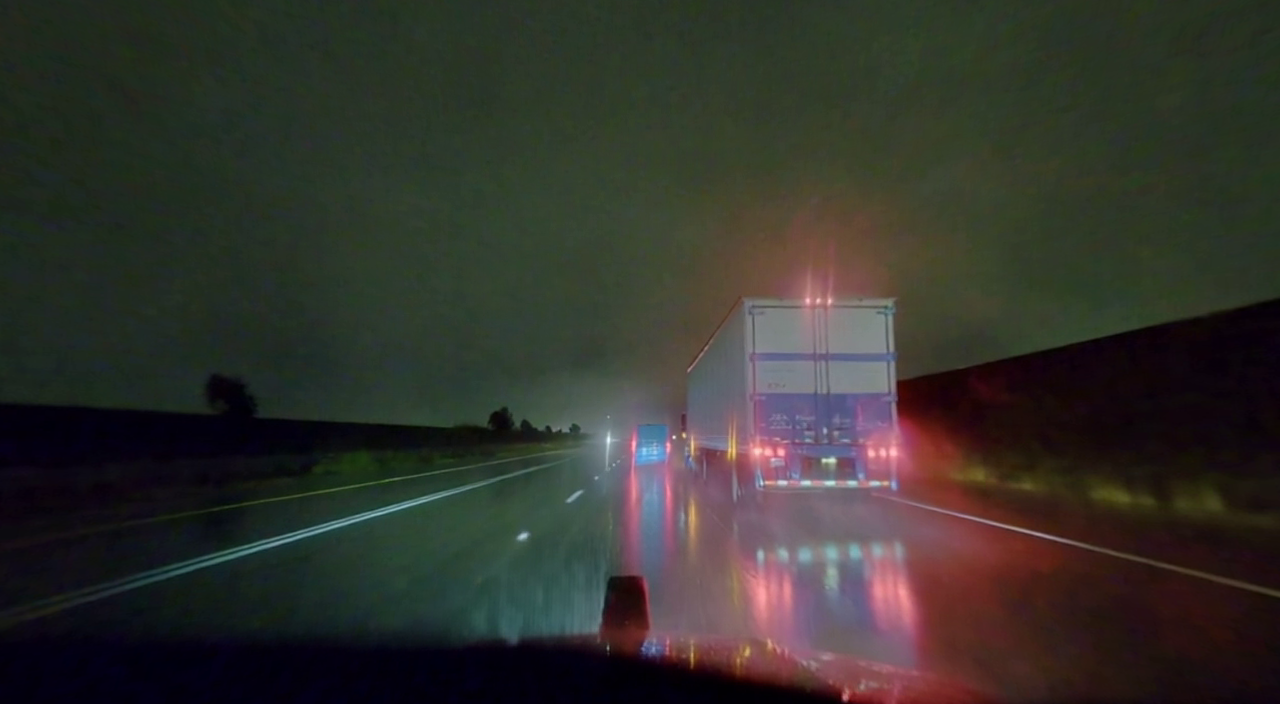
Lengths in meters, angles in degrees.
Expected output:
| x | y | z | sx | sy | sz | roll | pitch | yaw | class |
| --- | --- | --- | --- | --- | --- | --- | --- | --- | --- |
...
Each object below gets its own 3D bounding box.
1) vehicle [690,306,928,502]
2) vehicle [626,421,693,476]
| x | y | z | sx | sy | sz | roll | pitch | yaw | class |
| --- | --- | --- | --- | --- | --- | --- | --- | --- | --- |
| 4.254 | 2.263 | 21.929 | 3.892 | 4.216 | 16.830 | 0 | -8 | 1 | vehicle |
| 0.757 | 3.912 | 25.645 | 2.469 | 2.027 | 4.554 | 0 | -8 | 1 | vehicle |
